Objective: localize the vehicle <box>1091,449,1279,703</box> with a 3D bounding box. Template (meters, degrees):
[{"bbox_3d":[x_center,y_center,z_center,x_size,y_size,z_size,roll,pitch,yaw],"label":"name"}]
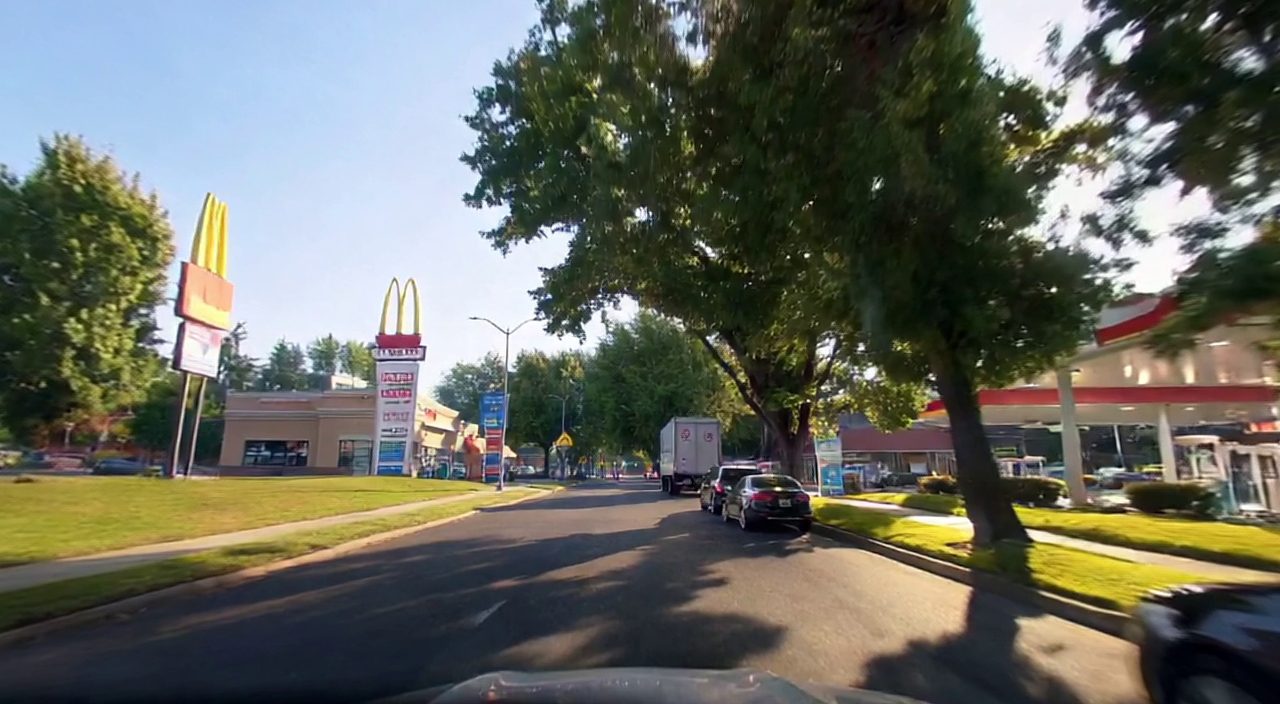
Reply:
[{"bbox_3d":[3.310,0.911,1.136,1.900,1.500,4.214,0,-10,1],"label":"vehicle"}]

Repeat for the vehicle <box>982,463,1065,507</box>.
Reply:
[{"bbox_3d":[18.667,6.494,30.842,2.436,2.052,2.410,0,-11,2],"label":"vehicle"}]

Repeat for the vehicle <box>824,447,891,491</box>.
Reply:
[{"bbox_3d":[13.357,7.206,38.869,3.166,2.520,2.198,2,-11,-5],"label":"vehicle"}]

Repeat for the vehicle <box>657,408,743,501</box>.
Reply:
[{"bbox_3d":[2.889,5.838,35.154,2.990,4.098,13.928,1,-10,-2],"label":"vehicle"}]

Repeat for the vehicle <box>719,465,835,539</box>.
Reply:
[{"bbox_3d":[3.131,3.526,15.261,1.844,1.498,3.898,1,-10,-1],"label":"vehicle"}]
